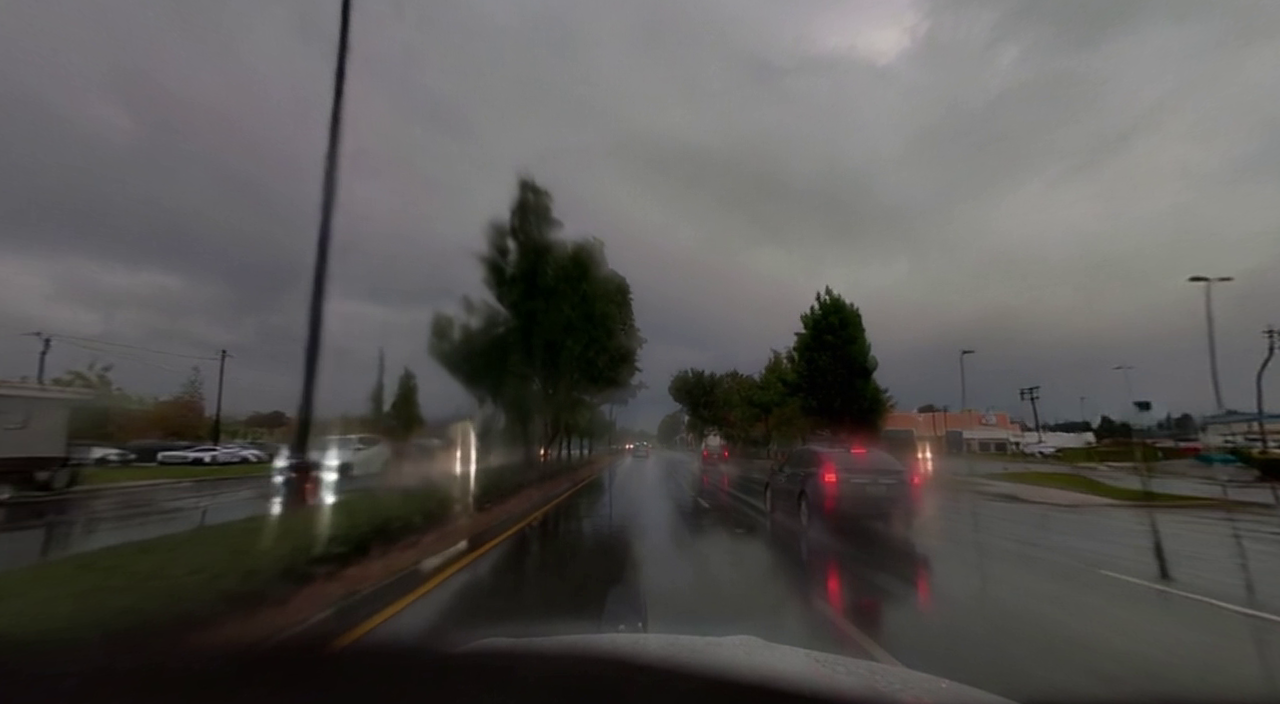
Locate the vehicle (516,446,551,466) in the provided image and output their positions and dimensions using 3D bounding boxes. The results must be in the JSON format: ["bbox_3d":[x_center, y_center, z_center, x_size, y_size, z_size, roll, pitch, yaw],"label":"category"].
[{"bbox_3d":[-8.340,8.145,49.392,1.926,1.509,4.303,0,-9,1],"label":"vehicle"}]

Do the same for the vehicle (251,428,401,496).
[{"bbox_3d":[-9.075,3.215,18.749,1.953,1.753,4.843,0,-9,0],"label":"vehicle"}]

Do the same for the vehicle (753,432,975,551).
[{"bbox_3d":[3.262,2.113,10.272,1.935,1.501,4.384,0,-9,-1],"label":"vehicle"}]

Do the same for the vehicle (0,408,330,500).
[{"bbox_3d":[-18.485,4.202,26.490,2.964,2.641,15.868,-2,-9,0],"label":"vehicle"}]

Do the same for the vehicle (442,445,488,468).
[{"bbox_3d":[-12.174,7.310,44.039,1.878,1.470,4.477,0,-8,1],"label":"vehicle"}]
